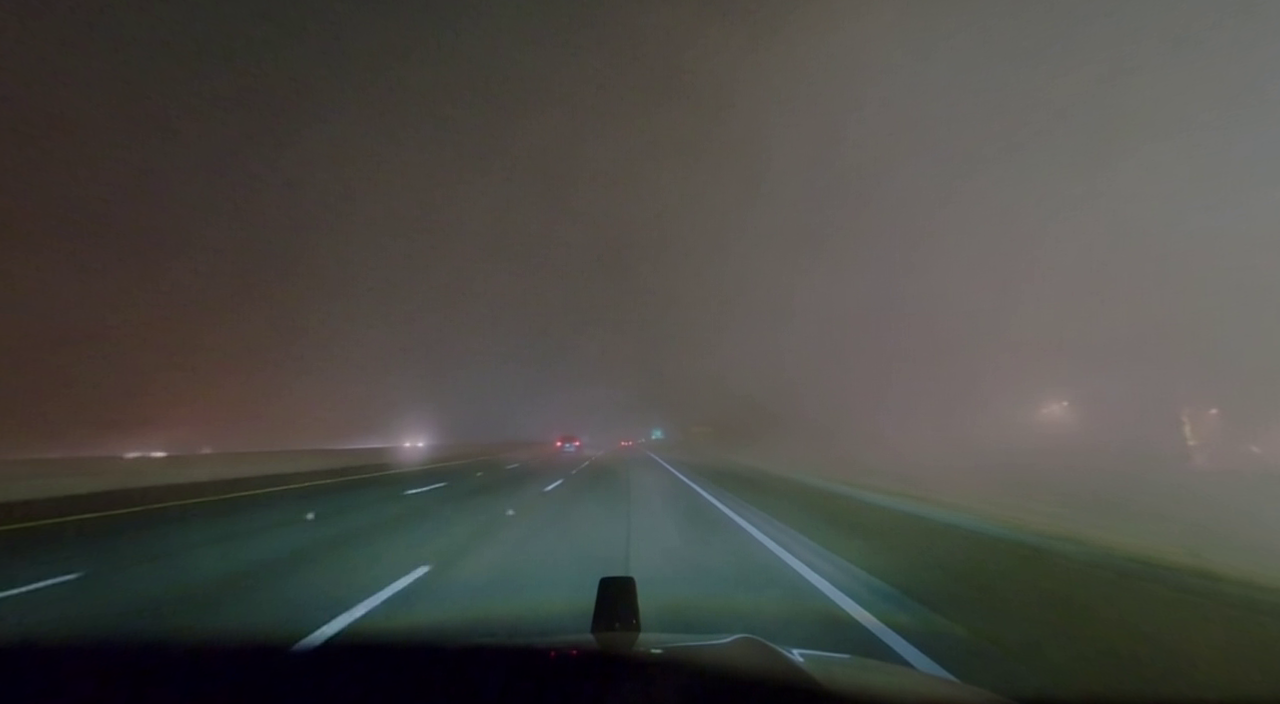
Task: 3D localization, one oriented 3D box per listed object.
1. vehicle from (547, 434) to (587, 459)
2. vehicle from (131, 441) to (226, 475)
[{"bbox_3d":[-4.909,6.416,42.777,2.129,1.588,4.980,0,-8,0],"label":"vehicle"},{"bbox_3d":[-23.560,5.388,32.295,1.855,1.575,4.021,0,-8,-1],"label":"vehicle"}]
